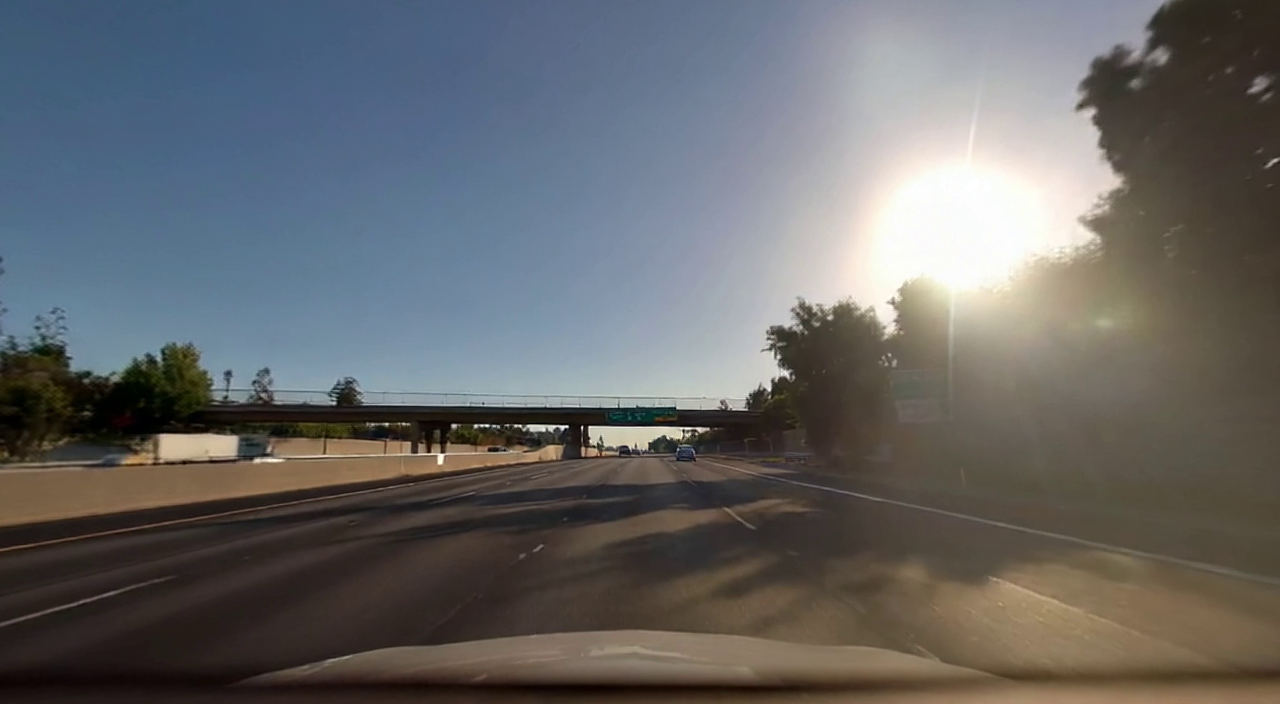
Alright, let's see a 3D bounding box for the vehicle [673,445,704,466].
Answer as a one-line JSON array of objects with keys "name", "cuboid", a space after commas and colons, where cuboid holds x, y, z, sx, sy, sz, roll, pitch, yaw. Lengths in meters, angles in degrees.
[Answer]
[{"name": "vehicle", "cuboid": [3.695, 8.006, 48.903, 2.033, 1.501, 4.398, 0, -9, -1]}]
